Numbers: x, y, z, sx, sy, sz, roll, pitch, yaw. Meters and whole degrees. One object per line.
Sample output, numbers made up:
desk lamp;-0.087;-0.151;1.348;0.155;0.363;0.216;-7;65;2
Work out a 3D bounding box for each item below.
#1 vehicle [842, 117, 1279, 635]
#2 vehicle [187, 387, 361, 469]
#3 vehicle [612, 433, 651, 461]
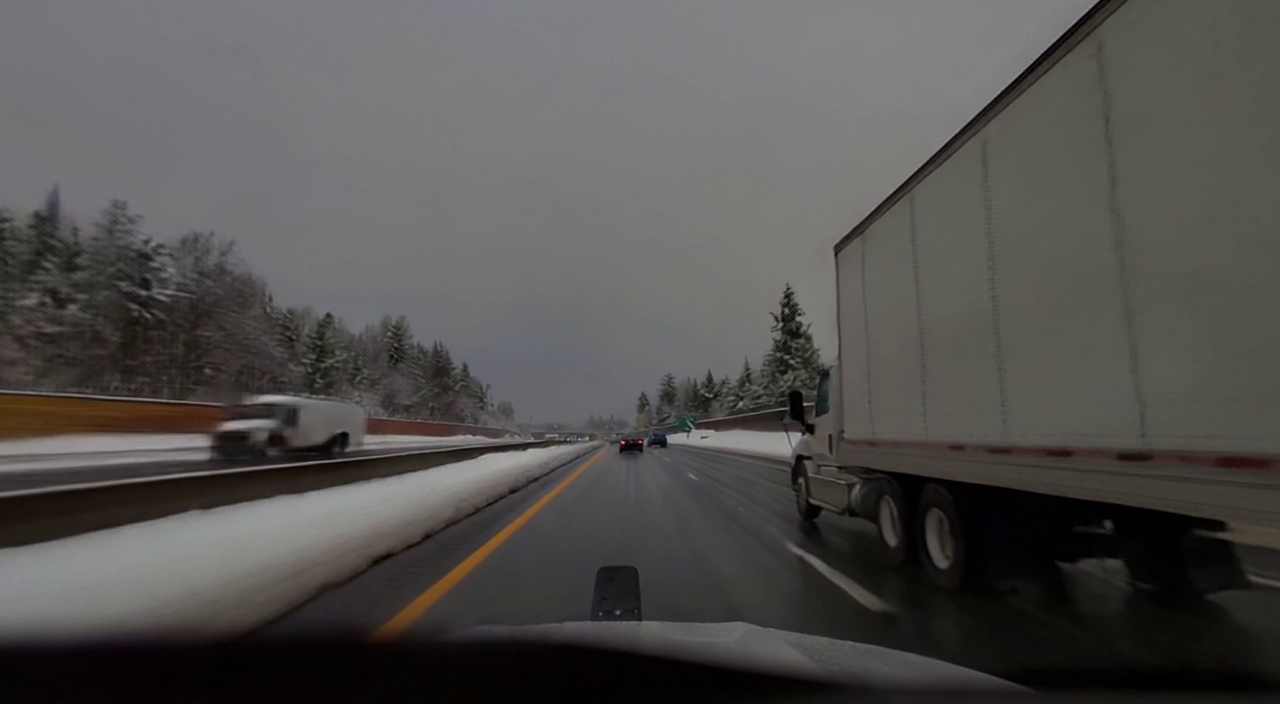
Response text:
vehicle;4.222;0.289;6.575;3.009;4.109;3.167;0;-8;0
vehicle;-12.776;2.797;22.793;2.332;2.493;6.723;0;-8;-1
vehicle;-0.480;5.362;35.782;2.119;1.480;4.000;0;-8;-1
